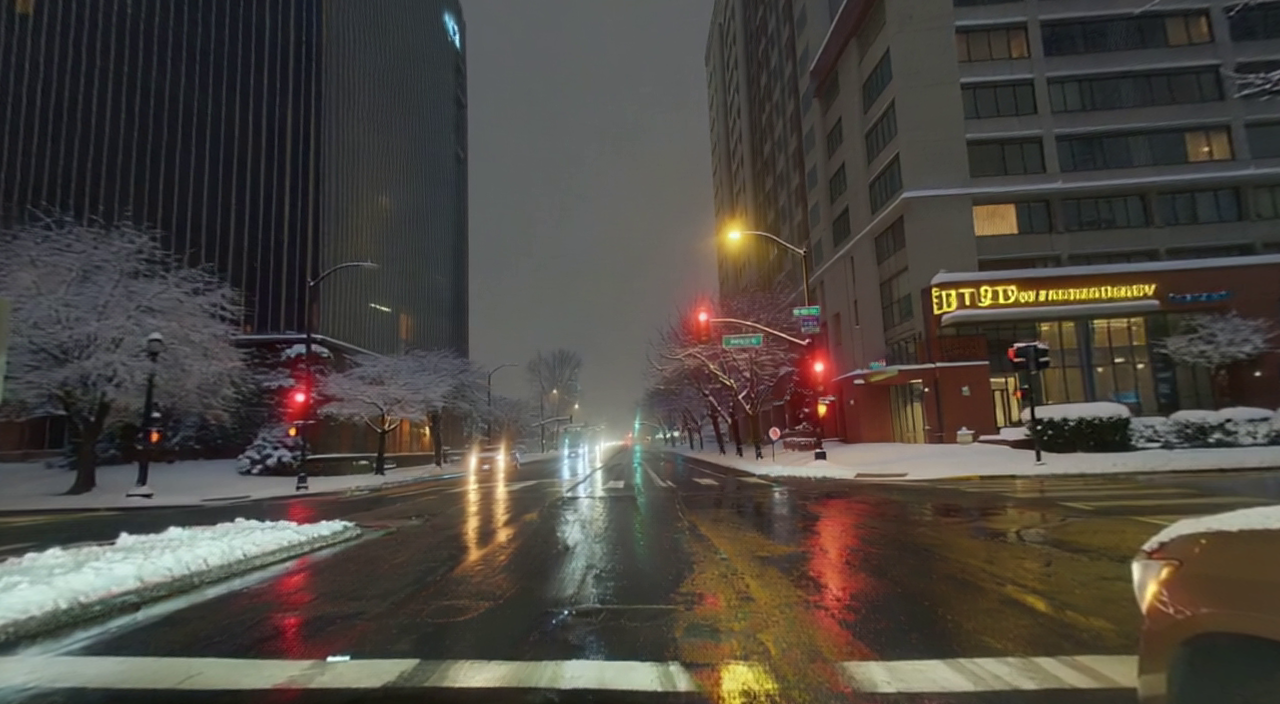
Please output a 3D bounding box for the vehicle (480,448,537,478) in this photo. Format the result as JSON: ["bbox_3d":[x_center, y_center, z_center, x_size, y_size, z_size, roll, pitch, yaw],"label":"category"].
[{"bbox_3d":[-6.930,5.885,33.731,1.893,1.451,4.276,-1,-9,3],"label":"vehicle"}]
